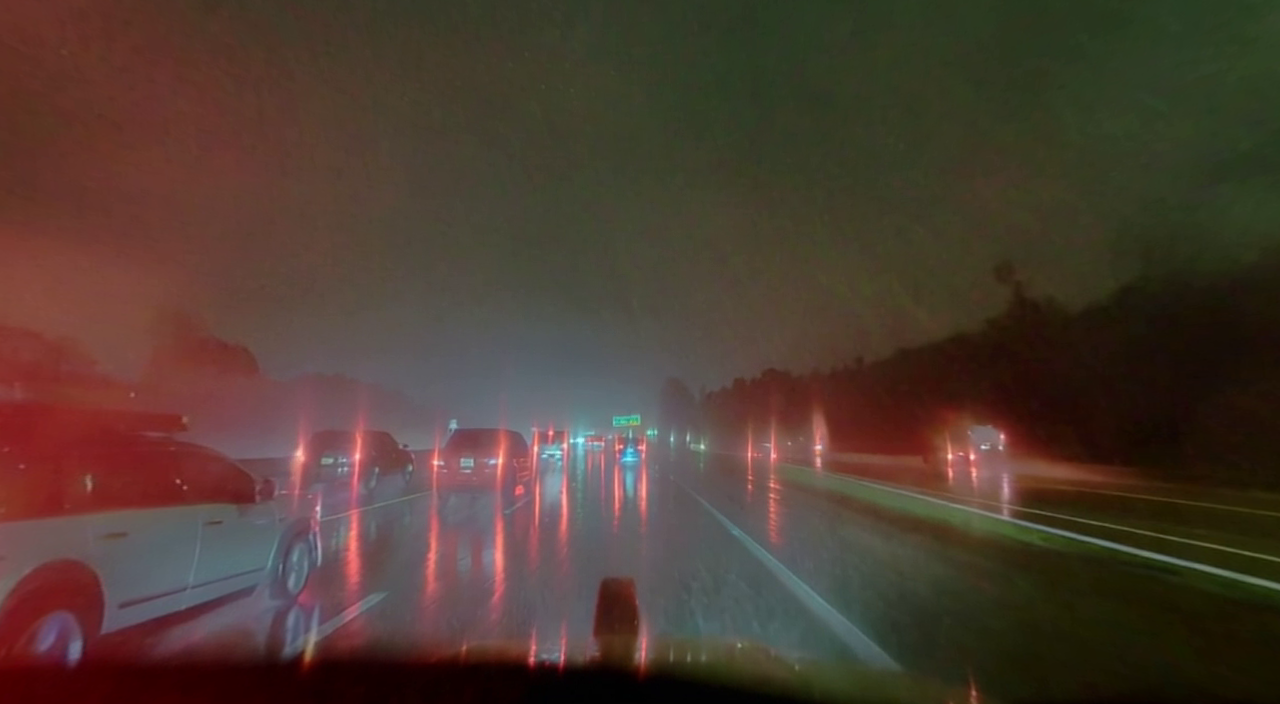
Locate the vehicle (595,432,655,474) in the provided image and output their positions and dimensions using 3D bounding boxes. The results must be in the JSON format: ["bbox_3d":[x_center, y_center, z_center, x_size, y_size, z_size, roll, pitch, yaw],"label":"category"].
[{"bbox_3d":[-0.552,3.806,23.928,2.070,1.452,3.834,0,-8,-1],"label":"vehicle"}]

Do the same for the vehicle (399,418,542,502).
[{"bbox_3d":[-3.837,2.518,15.197,2.154,1.690,4.595,0,-8,0],"label":"vehicle"}]

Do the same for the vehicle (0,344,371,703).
[{"bbox_3d":[-3.836,1.032,4.249,2.107,1.703,4.274,0,-8,0],"label":"vehicle"}]
